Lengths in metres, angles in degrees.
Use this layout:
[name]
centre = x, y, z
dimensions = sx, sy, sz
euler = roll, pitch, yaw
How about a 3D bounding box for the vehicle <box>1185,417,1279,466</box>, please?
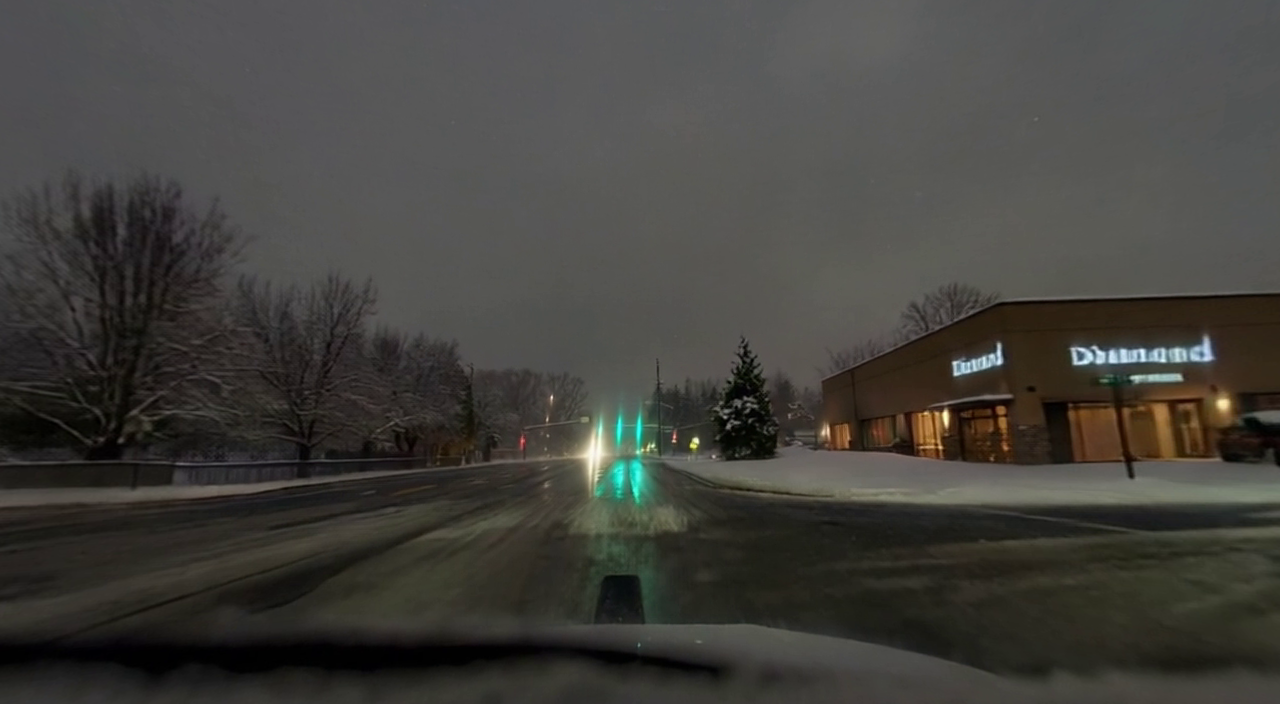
[vehicle]
centre = 21.946, 3.095, 21.660
dimensions = 2.028, 1.584, 4.971
euler = 0, -9, 0
